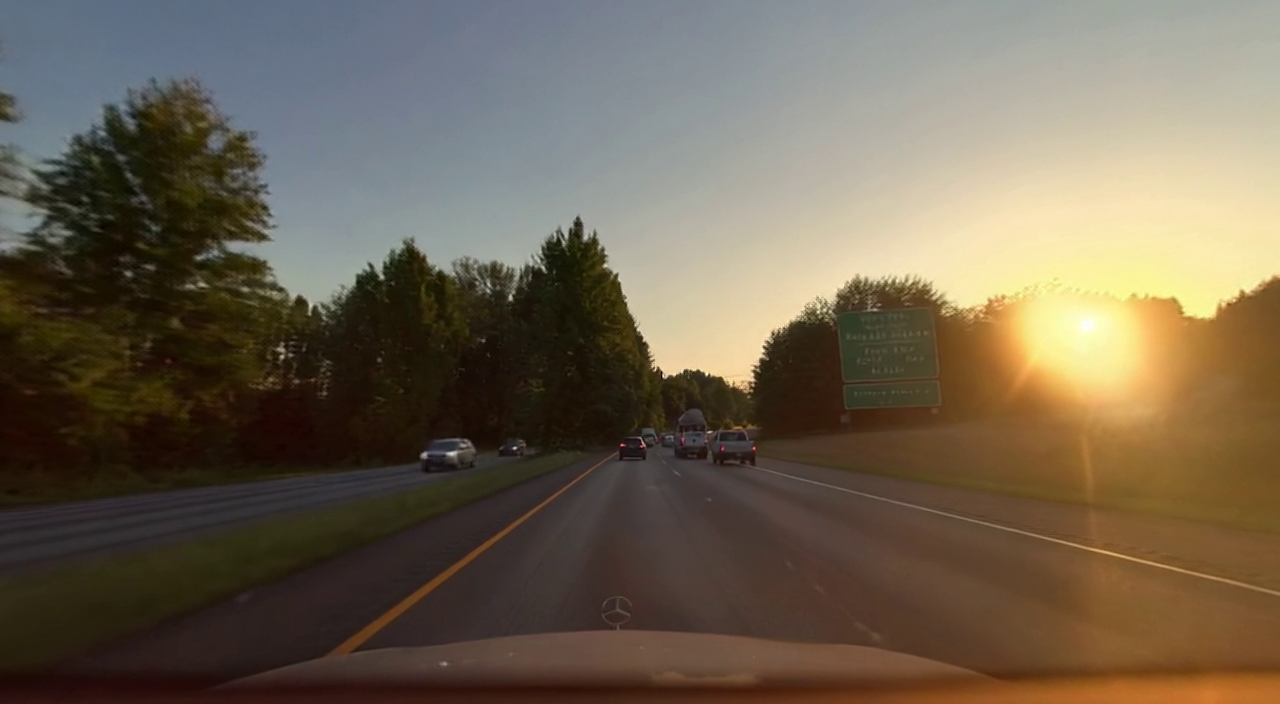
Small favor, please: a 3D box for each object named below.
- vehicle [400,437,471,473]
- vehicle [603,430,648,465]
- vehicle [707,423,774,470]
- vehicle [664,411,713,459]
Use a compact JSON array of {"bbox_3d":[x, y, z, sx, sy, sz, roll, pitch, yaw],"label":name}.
[{"bbox_3d":[-9.487,4.765,29.640,1.932,1.545,4.168,0,-8,0],"label":"vehicle"},{"bbox_3d":[-0.747,4.928,32.839,2.206,1.681,4.111,0,-8,-1],"label":"vehicle"},{"bbox_3d":[4.318,4.112,27.695,2.073,1.905,4.023,0,-8,-3],"label":"vehicle"},{"bbox_3d":[3.232,5.822,44.157,2.728,3.053,7.708,0,-8,0],"label":"vehicle"}]
